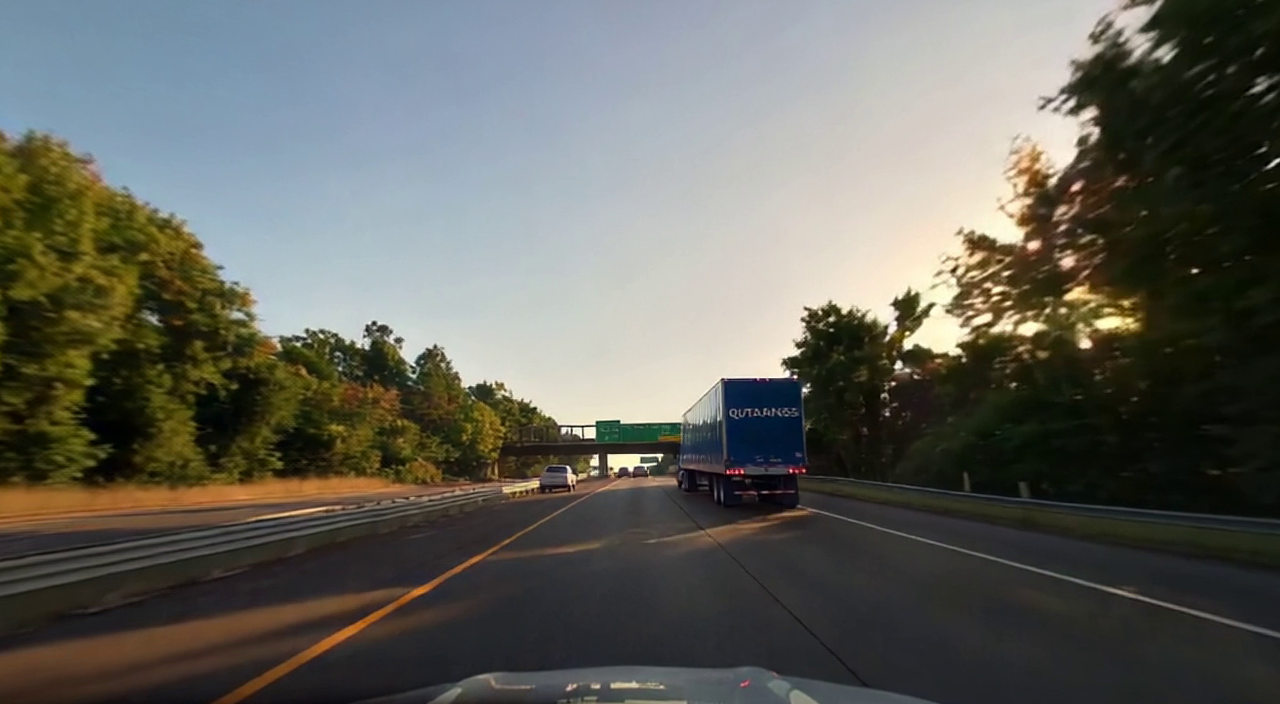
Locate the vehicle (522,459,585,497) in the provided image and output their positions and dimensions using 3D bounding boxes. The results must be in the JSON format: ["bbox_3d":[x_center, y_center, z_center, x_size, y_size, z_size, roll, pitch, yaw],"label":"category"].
[{"bbox_3d":[-3.960,5.906,29.717,2.180,1.556,4.895,0,-11,1],"label":"vehicle"}]

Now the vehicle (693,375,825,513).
[{"bbox_3d":[3.948,3.678,24.042,2.871,4.032,10.642,1,-11,0],"label":"vehicle"}]
